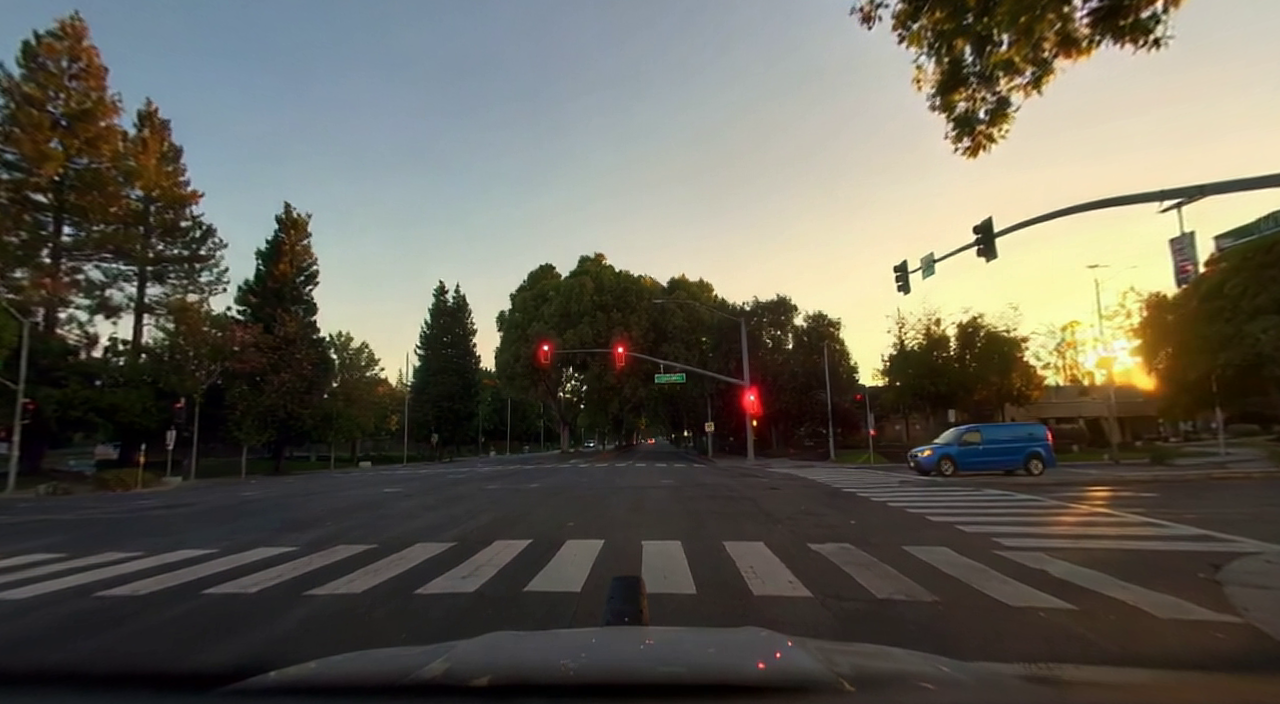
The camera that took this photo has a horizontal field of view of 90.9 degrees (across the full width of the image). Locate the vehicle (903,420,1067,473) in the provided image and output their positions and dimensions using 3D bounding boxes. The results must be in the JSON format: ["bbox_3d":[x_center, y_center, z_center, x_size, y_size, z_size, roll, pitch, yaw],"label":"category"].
[{"bbox_3d":[12.436,3.428,22.962,4.790,1.798,1.909,0,-8,1],"label":"vehicle"}]
